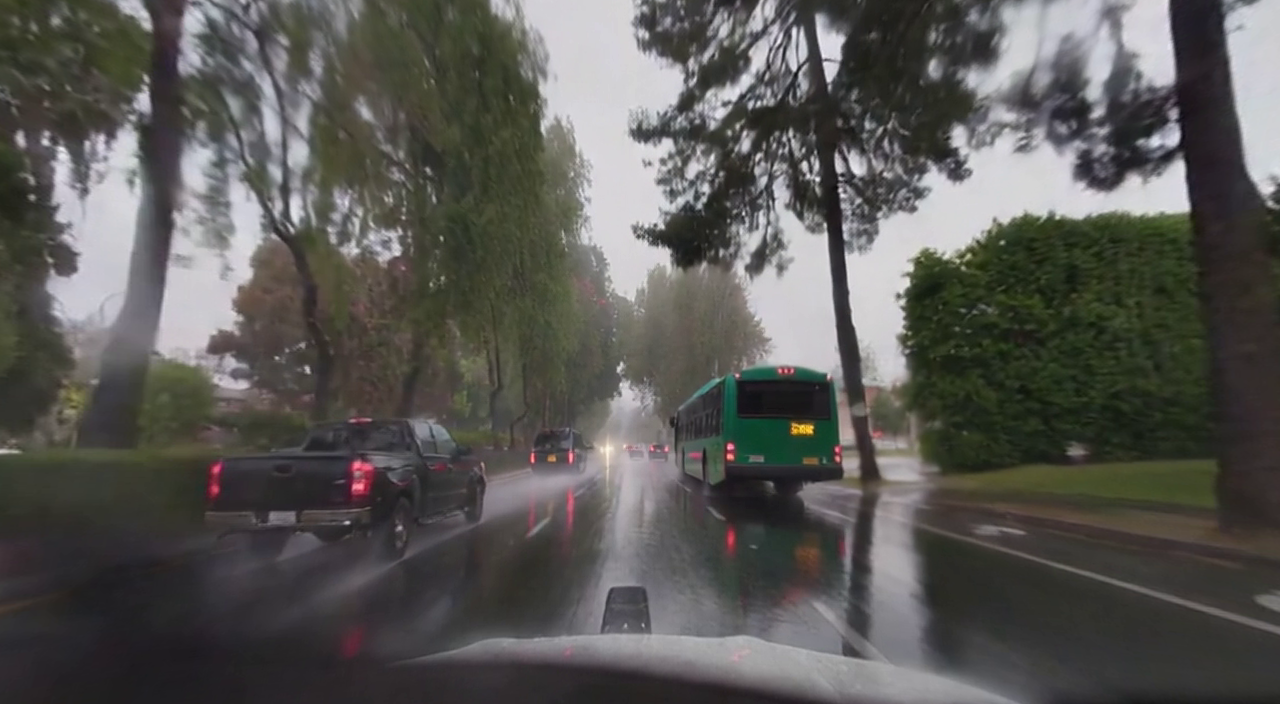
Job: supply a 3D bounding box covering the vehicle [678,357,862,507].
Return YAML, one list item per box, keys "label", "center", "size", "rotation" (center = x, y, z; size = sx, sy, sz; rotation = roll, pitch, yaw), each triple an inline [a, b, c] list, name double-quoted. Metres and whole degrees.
- label: "vehicle"
  center: [3.234, 2.675, 20.186]
  size: [3.059, 3.264, 12.623]
  rotation: [0, -9, -1]

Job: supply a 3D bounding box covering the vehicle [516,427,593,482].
- label: "vehicle"
  center: [-3.478, 4.365, 27.054]
  size: [2.513, 2.066, 5.820]
  rotation: [0, -9, 0]

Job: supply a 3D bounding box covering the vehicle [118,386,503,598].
- label: "vehicle"
  center: [-3.480, 1.622, 8.190]
  size: [2.074, 1.849, 5.137]
  rotation: [-1, -9, 2]
